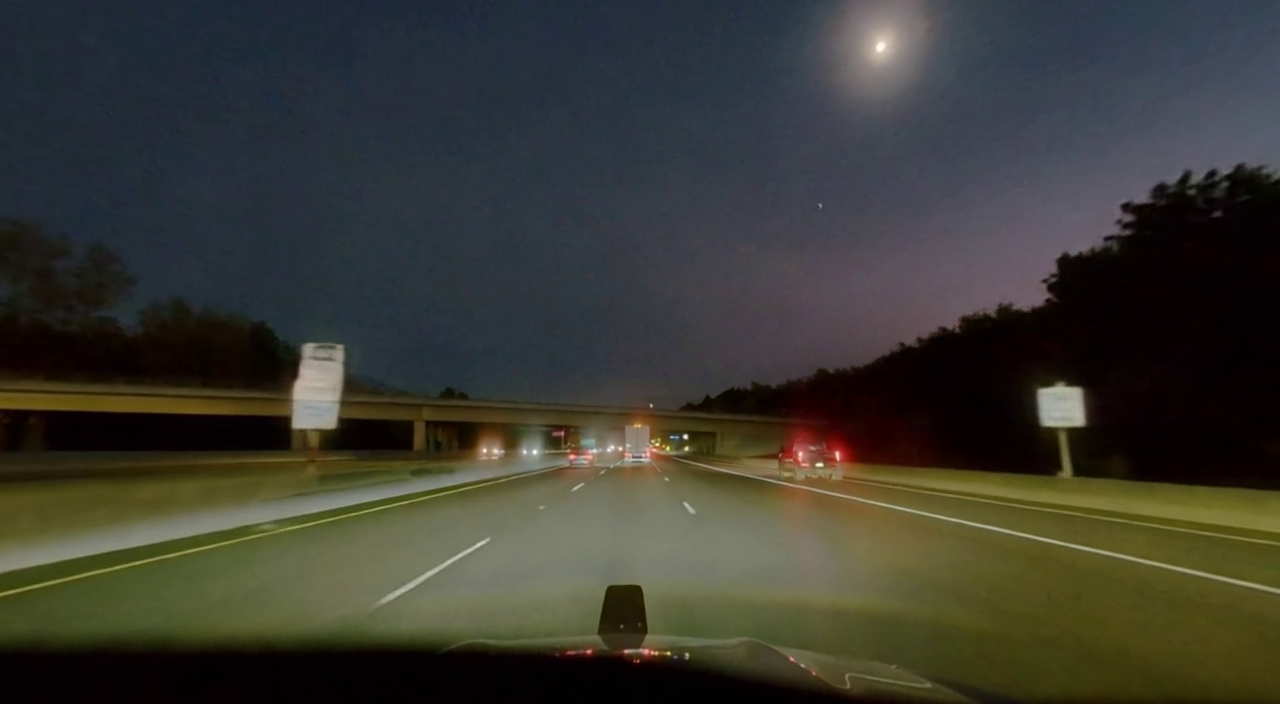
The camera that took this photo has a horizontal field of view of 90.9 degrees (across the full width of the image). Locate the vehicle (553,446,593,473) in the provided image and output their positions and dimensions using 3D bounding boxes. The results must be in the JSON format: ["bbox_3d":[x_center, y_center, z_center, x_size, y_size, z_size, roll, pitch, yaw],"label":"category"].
[{"bbox_3d":[-4.146,6.735,39.648,2.042,1.526,4.516,0,-9,0],"label":"vehicle"}]
